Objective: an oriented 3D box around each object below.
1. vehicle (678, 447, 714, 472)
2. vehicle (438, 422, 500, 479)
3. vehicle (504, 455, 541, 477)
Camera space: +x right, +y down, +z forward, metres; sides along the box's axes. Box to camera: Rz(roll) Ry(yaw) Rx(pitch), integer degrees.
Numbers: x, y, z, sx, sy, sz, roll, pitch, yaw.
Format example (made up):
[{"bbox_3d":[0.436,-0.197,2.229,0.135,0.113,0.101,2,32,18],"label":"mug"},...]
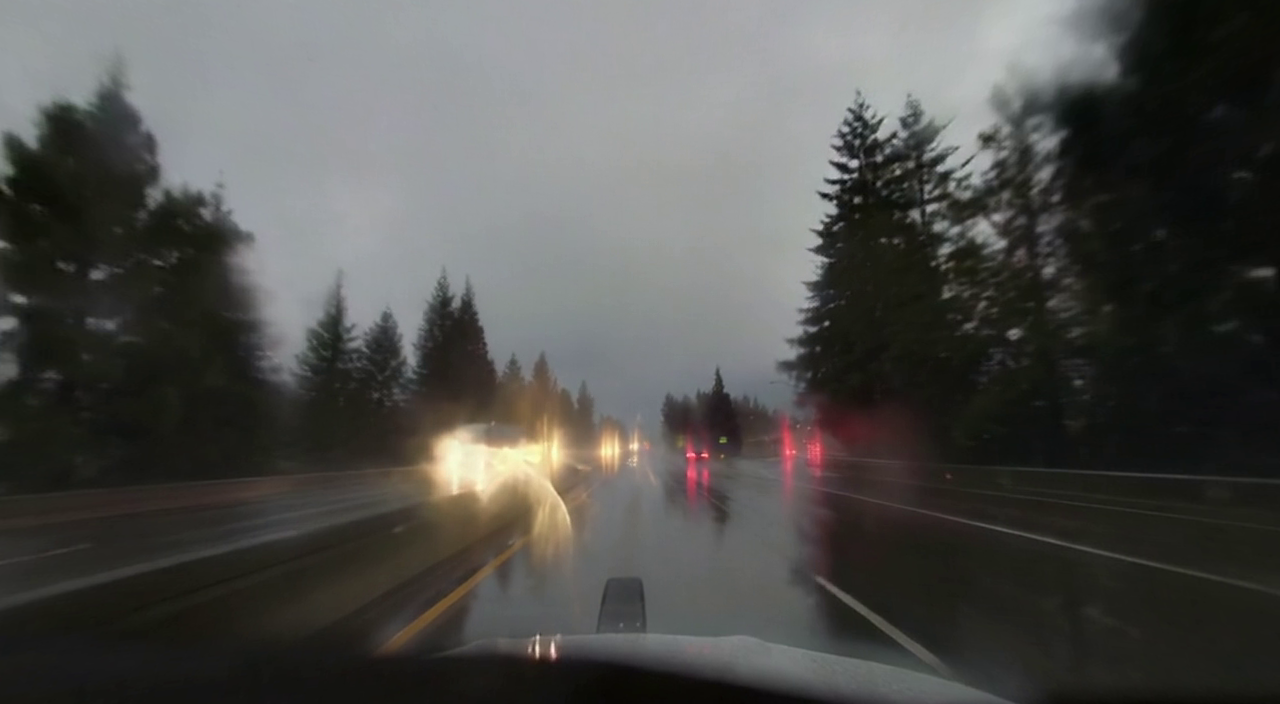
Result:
[{"bbox_3d":[3.730,7.213,42.558,2.013,1.584,3.995,0,-9,0],"label":"vehicle"},{"bbox_3d":[-12.733,7.419,47.620,2.985,3.990,5.823,0,-9,0],"label":"vehicle"},{"bbox_3d":[-8.243,8.023,44.519,1.882,1.452,3.812,0,-9,0],"label":"vehicle"}]
